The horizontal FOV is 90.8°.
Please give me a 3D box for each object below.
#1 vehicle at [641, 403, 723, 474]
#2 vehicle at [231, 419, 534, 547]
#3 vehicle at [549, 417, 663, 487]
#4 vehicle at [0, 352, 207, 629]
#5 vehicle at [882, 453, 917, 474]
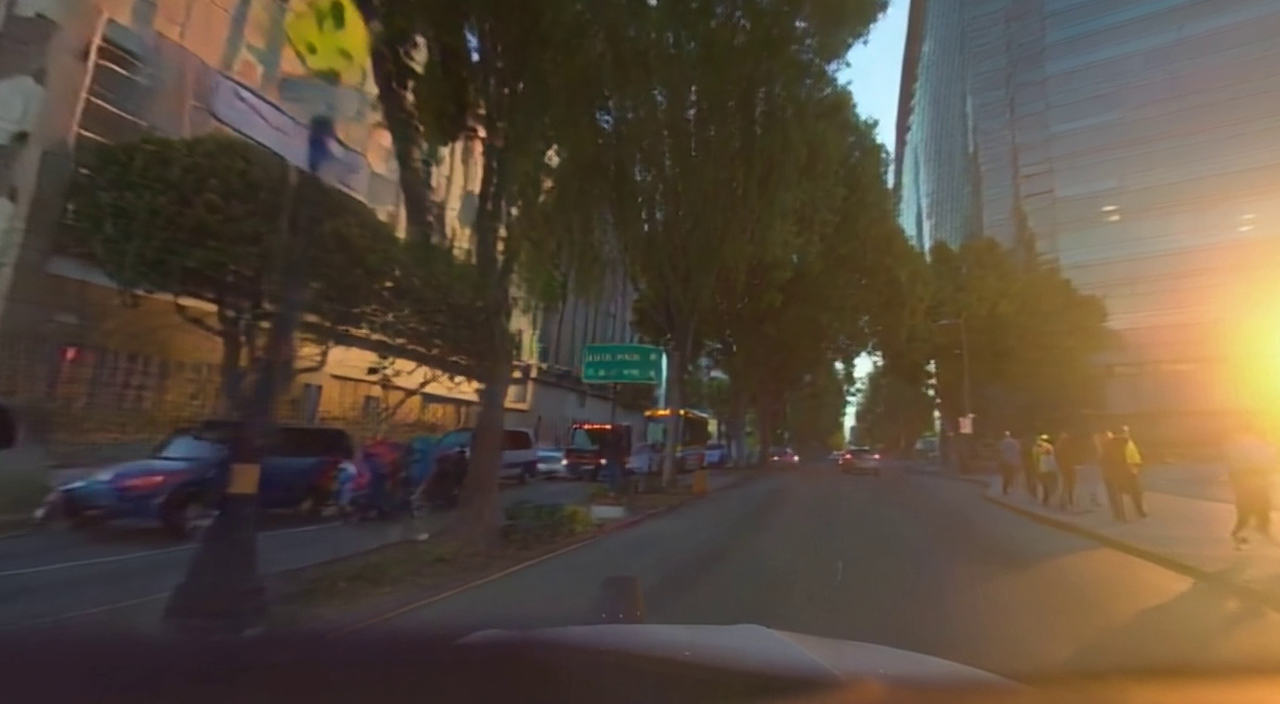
[{"bbox_3d":[1.958,3.769,27.255,2.268,2.708,5.699,-3,-9,17],"label":"vehicle"},{"bbox_3d":[-3.571,1.919,9.938,1.826,1.488,4.628,-3,-9,17],"label":"vehicle"},{"bbox_3d":[-0.864,3.049,19.328,1.988,1.855,4.599,-3,-9,17],"label":"vehicle"},{"bbox_3d":[-5.508,0.794,3.434,2.053,1.798,4.841,-3,-9,17],"label":"vehicle"},{"bbox_3d":[20.013,8.582,48.850,1.888,1.536,4.381,-2,-9,15],"label":"vehicle"}]
